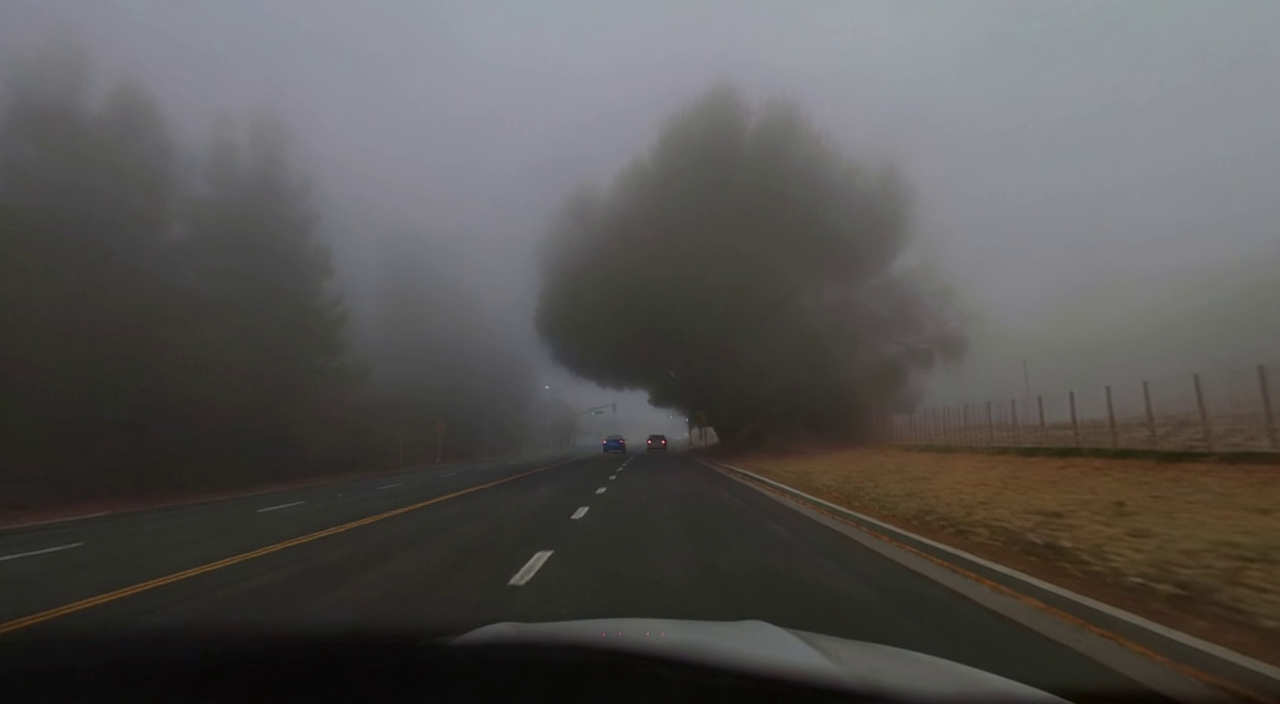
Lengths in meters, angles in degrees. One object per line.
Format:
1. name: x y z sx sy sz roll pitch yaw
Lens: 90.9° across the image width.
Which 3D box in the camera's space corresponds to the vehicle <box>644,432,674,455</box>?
1. vehicle: 1.386 6.940 47.698 2.127 1.665 3.993 0 -8 0
